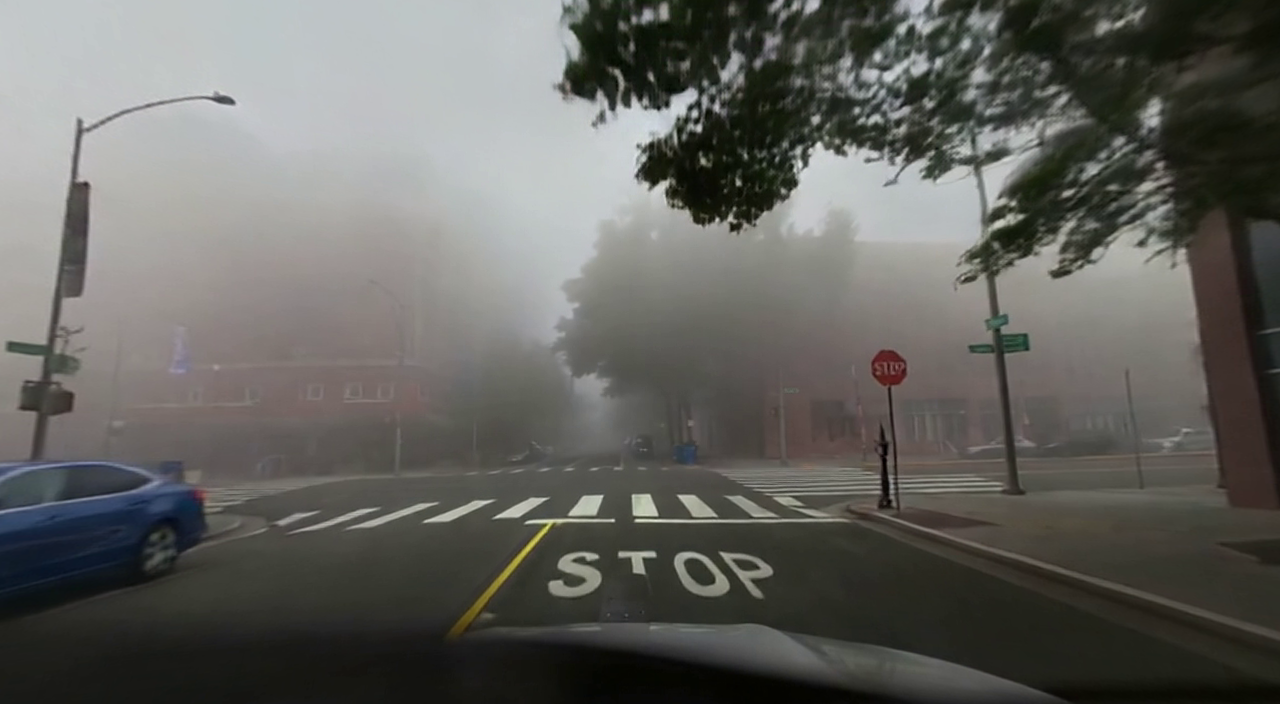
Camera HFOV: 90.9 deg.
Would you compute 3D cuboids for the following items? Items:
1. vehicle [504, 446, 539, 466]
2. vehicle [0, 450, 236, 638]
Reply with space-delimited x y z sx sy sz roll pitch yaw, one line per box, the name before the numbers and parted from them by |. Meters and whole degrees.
vehicle | -9.181 8.099 49.218 2.033 1.491 4.298 0 -8 -1
vehicle | -6.063 1.653 5.700 1.874 1.460 4.495 0 -8 -1
